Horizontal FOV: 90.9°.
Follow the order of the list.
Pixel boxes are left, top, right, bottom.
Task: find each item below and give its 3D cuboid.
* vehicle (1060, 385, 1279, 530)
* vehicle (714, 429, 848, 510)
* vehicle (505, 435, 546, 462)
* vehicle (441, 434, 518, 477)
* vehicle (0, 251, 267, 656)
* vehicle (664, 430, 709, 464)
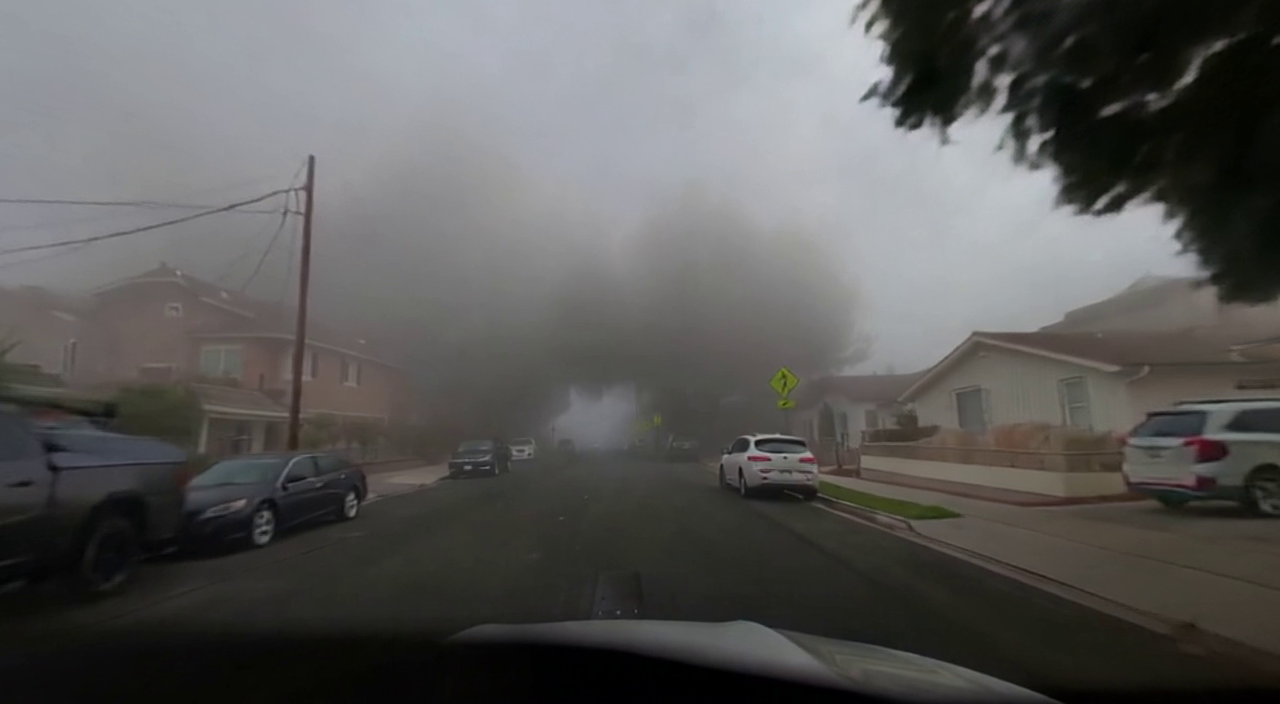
[{"bbox_3d":[8.937,1.484,9.109,4.176,1.855,2.122,-3,-8,16],"label":"vehicle"},{"bbox_3d":[3.059,2.619,14.873,1.875,1.568,4.899,1,-7,-2],"label":"vehicle"},{"bbox_3d":[-6.749,5.705,37.548,1.842,1.540,3.704,0,-7,-2],"label":"vehicle"},{"bbox_3d":[-6.147,3.984,24.847,1.972,1.502,5.530,0,-7,-4],"label":"vehicle"},{"bbox_3d":[-5.465,0.697,4.322,2.270,2.706,5.871,0,-8,-2],"label":"vehicle"},{"bbox_3d":[2.365,5.000,33.292,1.997,1.663,4.544,0,-8,-1],"label":"vehicle"}]
